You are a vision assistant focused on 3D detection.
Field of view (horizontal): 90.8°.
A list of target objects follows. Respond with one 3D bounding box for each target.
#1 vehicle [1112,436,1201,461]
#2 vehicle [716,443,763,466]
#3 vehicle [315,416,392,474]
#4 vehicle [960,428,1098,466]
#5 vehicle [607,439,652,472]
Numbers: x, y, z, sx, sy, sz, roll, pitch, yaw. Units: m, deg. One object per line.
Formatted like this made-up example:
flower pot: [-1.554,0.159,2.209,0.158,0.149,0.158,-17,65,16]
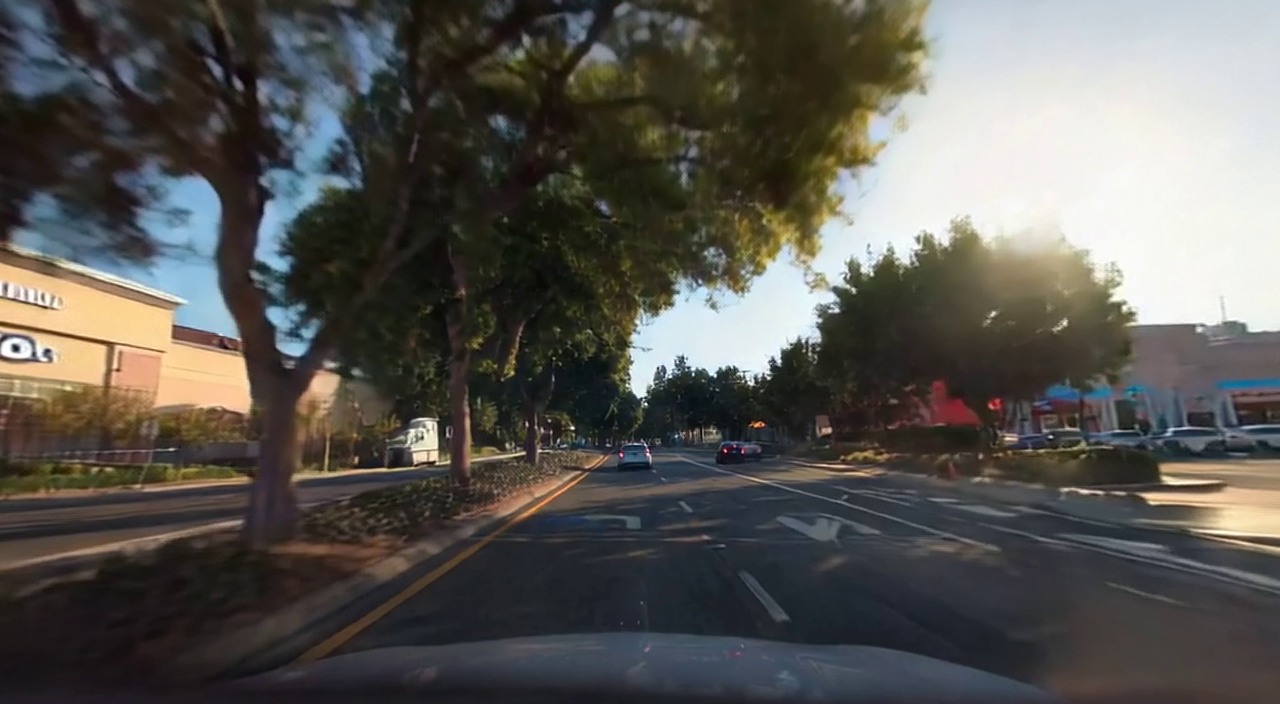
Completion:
vehicle: [32.808,6.139,40.299,1.804,1.461,4.611,0,-8,1]
vehicle: [6.548,6.802,42.092,2.075,1.475,4.571,0,-8,-3]
vehicle: [-19.698,6.416,43.727,2.986,3.786,4.453,0,-8,1]
vehicle: [21.090,5.169,34.442,5.909,1.970,2.365,0,-8,-1]
vehicle: [-0.608,5.203,32.062,2.072,1.545,4.578,0,-8,-3]
